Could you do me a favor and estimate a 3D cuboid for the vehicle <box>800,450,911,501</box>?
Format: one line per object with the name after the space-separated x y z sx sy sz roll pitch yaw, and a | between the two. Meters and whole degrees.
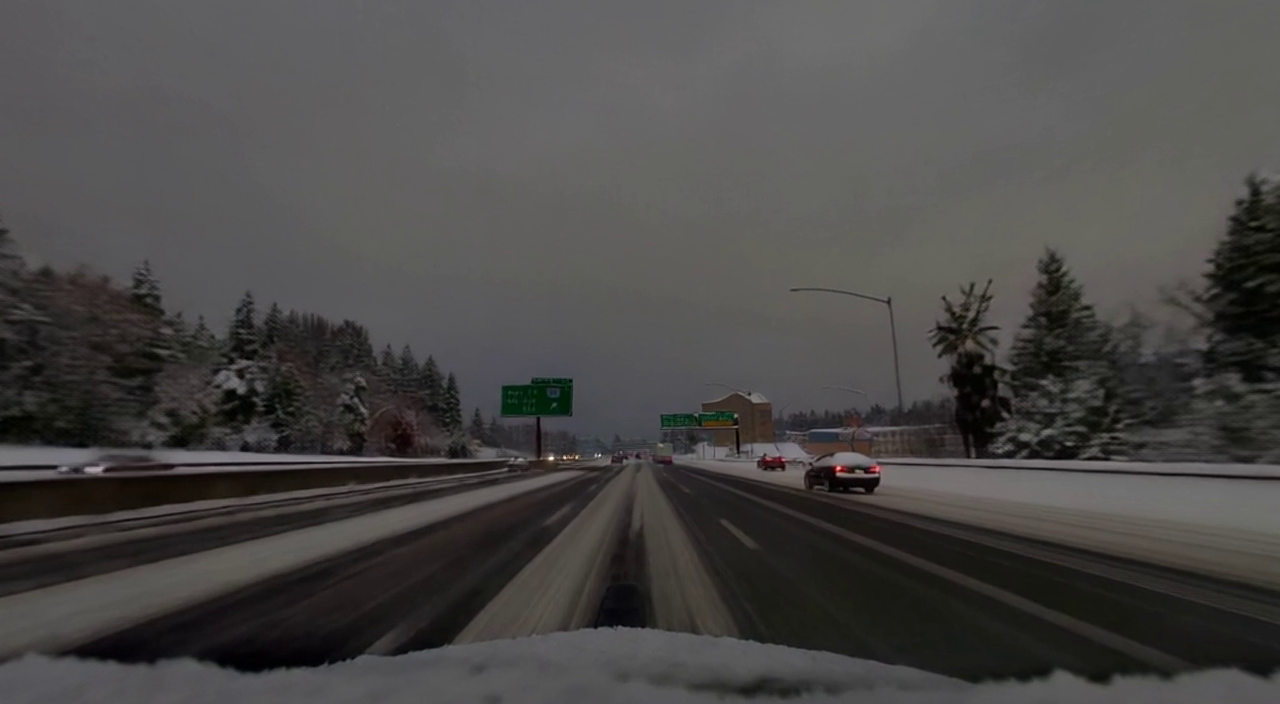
7.027 4.065 21.254 1.861 1.500 4.860 0 -9 -2 | vehicle

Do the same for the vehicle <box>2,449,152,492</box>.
-22.824 4.788 25.921 1.914 1.615 4.545 0 -9 0 | vehicle

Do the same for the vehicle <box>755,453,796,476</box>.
9.487 7.896 44.564 1.878 1.509 4.327 0 -9 0 | vehicle
